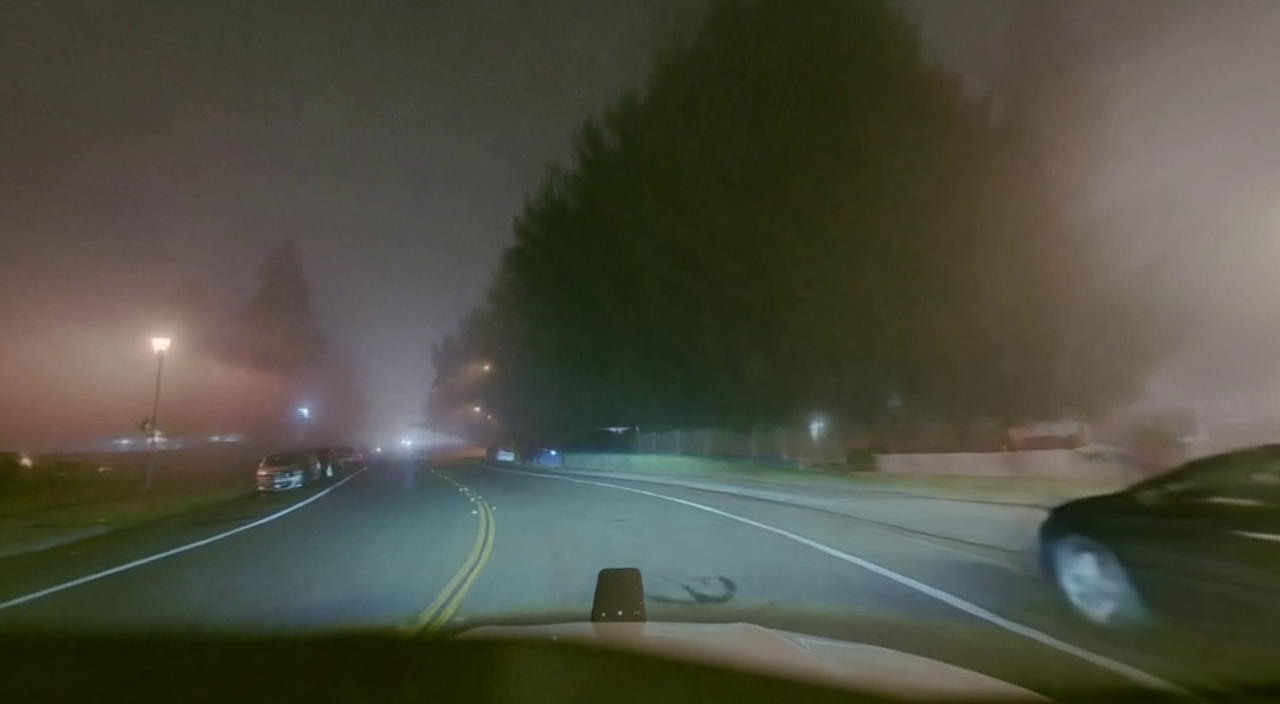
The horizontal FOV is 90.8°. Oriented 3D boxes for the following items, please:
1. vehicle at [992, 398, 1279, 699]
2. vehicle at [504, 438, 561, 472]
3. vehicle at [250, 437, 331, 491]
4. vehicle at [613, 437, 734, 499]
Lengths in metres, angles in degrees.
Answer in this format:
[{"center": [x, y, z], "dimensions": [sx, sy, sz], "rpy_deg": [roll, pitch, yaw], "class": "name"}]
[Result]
[{"center": [4.287, 0.997, 3.210], "dimensions": [2.066, 1.509, 4.579], "rpy_deg": [1, -8, -5], "class": "vehicle"}, {"center": [-6.562, 6.130, 38.079], "dimensions": [2.255, 1.863, 5.629], "rpy_deg": [3, -9, -21], "class": "vehicle"}, {"center": [-14.043, 4.542, 25.691], "dimensions": [2.171, 1.838, 5.344], "rpy_deg": [1, -10, -22], "class": "vehicle"}, {"center": [0.774, 3.210, 18.131], "dimensions": [1.884, 1.508, 4.713], "rpy_deg": [3, -8, -17], "class": "vehicle"}]
